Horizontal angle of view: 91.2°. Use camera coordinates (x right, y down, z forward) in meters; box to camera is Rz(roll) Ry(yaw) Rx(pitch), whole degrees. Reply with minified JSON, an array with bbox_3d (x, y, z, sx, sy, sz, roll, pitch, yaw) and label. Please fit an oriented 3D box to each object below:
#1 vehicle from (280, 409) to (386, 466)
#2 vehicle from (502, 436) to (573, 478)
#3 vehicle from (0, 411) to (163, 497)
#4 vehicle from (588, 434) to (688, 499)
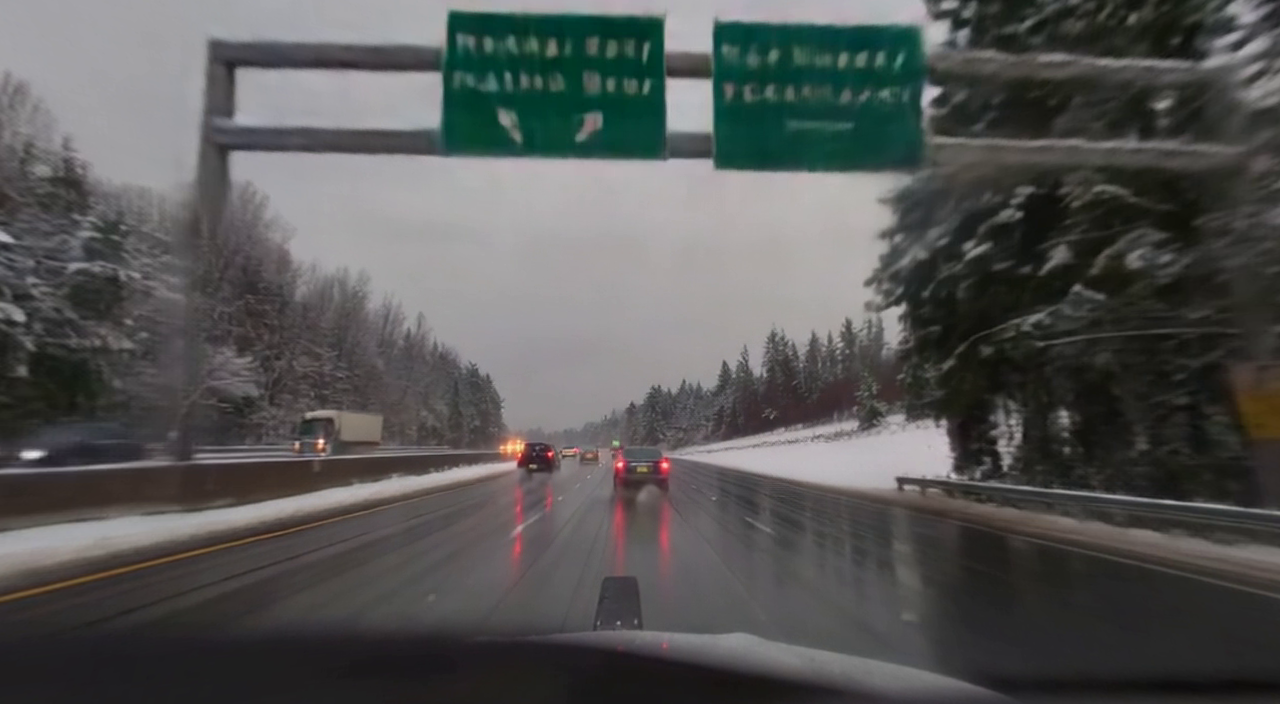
[{"bbox_3d":[-22.626,6.525,47.059,3.243,3.800,9.564,0,-9,-1],"label":"vehicle"},{"bbox_3d":[-4.457,4.671,27.992,2.545,1.679,4.267,0,-9,-1],"label":"vehicle"},{"bbox_3d":[-15.796,2.692,16.613,2.107,1.969,5.204,0,-9,0],"label":"vehicle"},{"bbox_3d":[-0.092,3.355,18.692,2.634,1.679,4.070,0,-9,-1],"label":"vehicle"}]
